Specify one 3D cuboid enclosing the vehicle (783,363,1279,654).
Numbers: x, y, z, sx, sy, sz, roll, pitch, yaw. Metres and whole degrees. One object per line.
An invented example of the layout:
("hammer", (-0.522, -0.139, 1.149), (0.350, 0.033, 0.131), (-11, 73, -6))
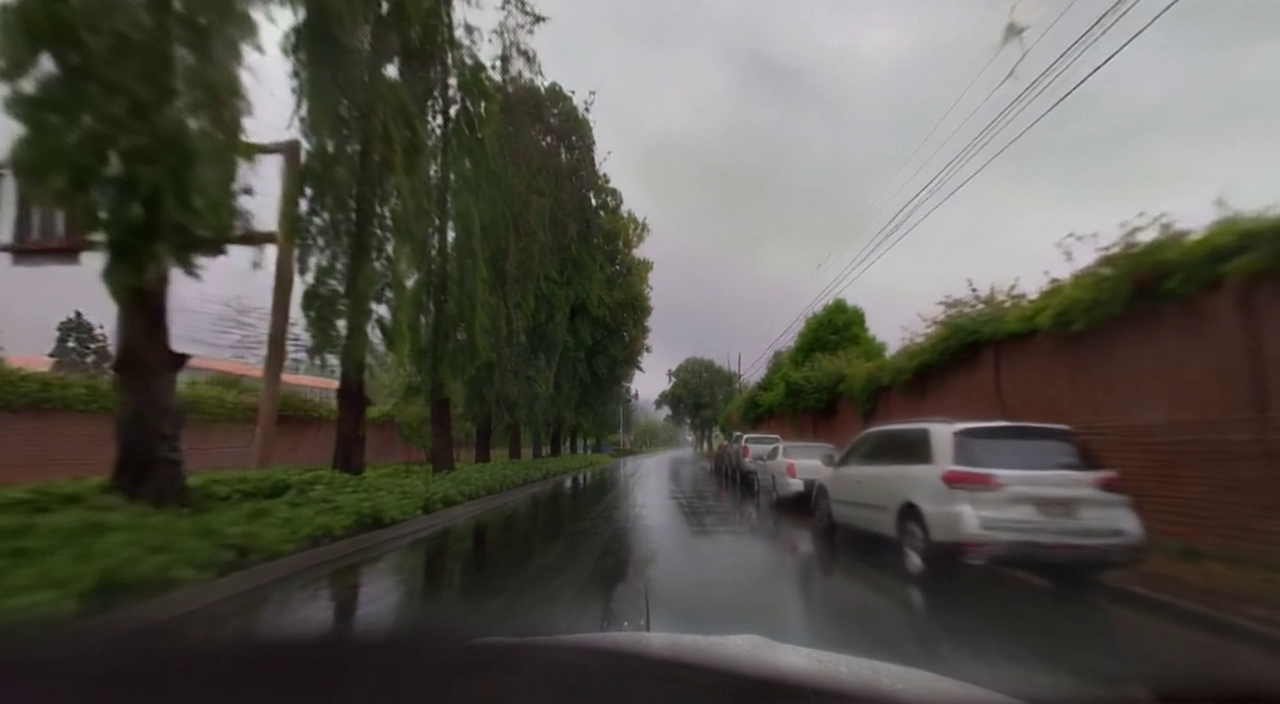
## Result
("vehicle", (3.599, 1.539, 7.518), (2.518, 1.943, 6.415), (0, -9, 2))
